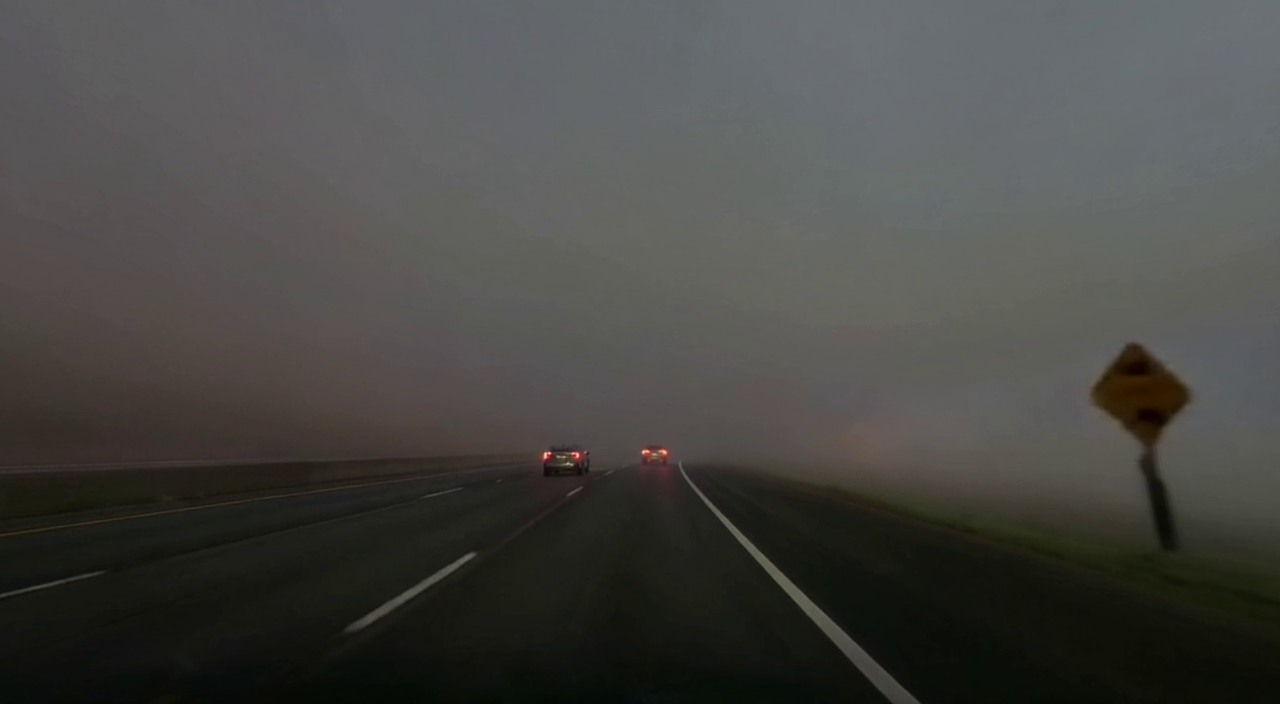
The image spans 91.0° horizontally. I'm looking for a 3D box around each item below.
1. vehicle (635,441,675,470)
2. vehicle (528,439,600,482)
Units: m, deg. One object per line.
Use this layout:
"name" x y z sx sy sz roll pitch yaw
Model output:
"vehicle" 0.907 5.884 35.870 2.129 1.502 4.321 -1 -9 3
"vehicle" -2.962 4.368 25.510 2.129 1.563 4.387 -1 -9 3
